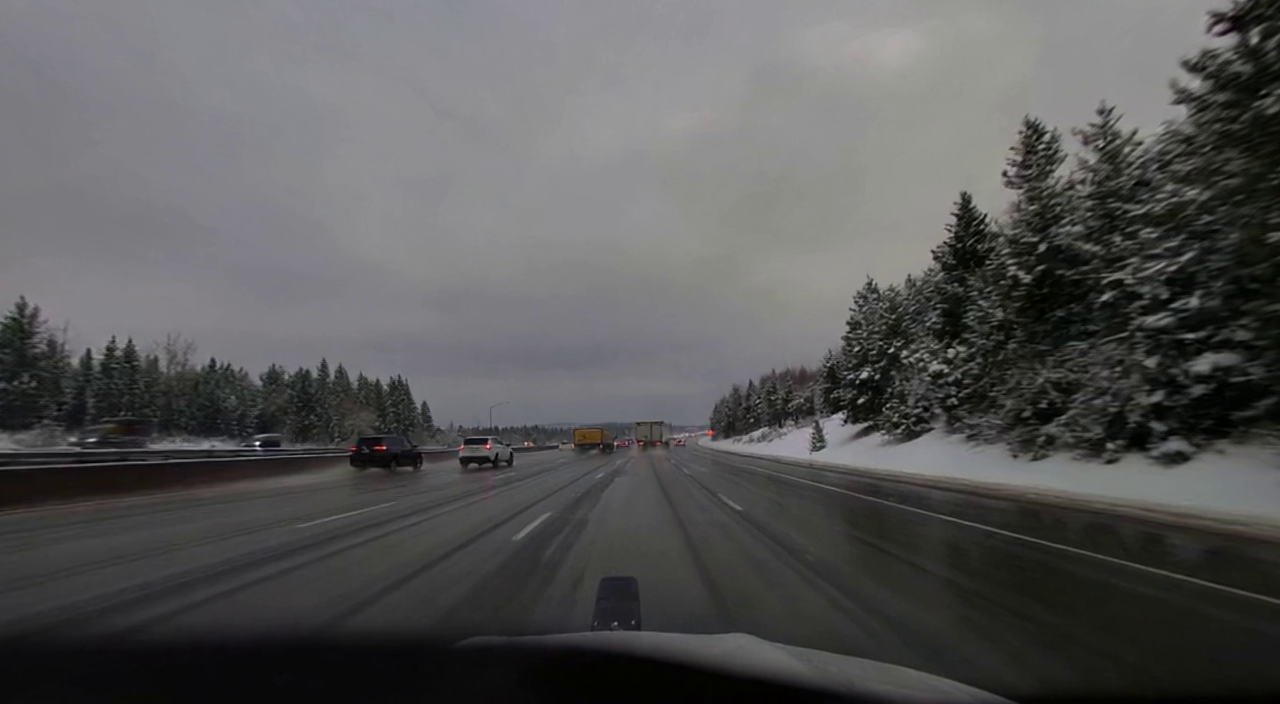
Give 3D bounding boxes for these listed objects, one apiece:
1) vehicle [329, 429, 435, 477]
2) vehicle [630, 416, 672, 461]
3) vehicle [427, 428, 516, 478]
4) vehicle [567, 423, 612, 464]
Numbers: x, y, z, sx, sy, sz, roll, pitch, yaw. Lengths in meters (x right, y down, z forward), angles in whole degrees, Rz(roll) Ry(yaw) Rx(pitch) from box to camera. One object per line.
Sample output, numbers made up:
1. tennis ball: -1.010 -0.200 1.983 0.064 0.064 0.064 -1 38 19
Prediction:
1. vehicle: -10.700 4.250 26.775 2.080 1.777 5.450 0 -8 1
2. vehicle: 0.759 6.114 44.427 2.768 2.854 6.757 0 -8 1
3. vehicle: -6.826 4.171 26.258 2.206 1.838 4.889 0 -8 1
4. vehicle: -3.241 6.039 41.760 2.328 2.519 5.238 0 -8 3
